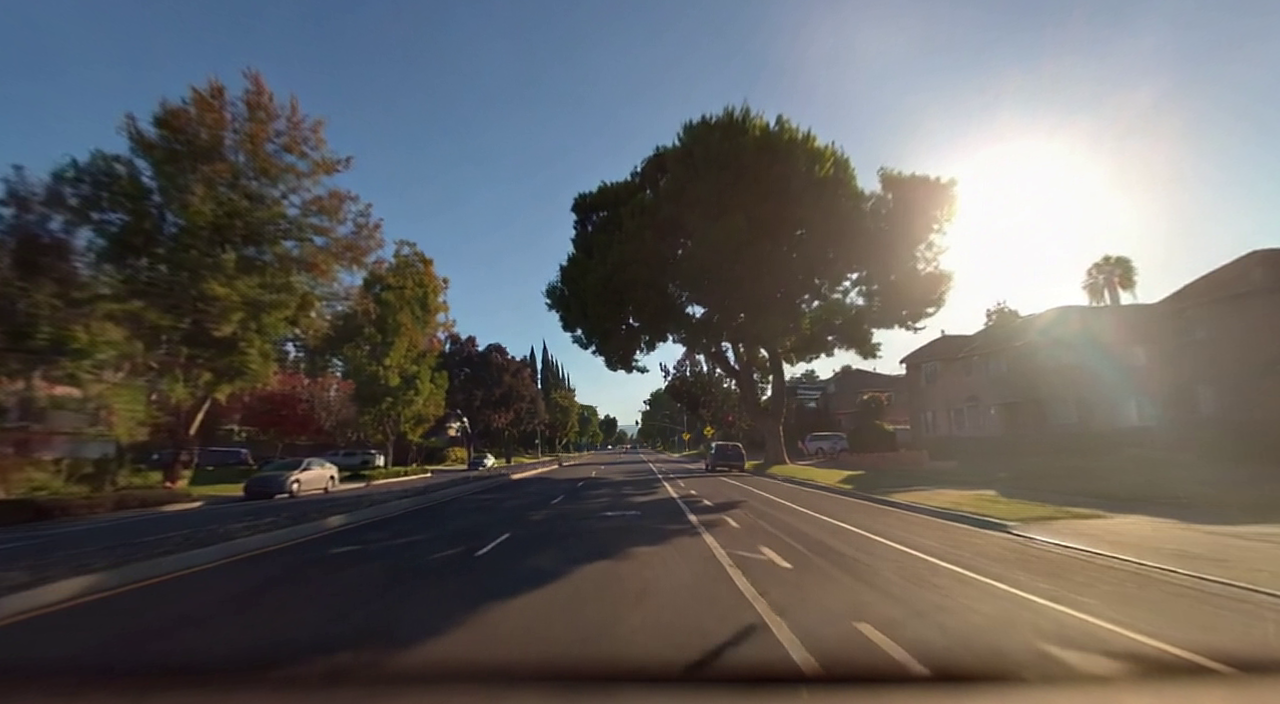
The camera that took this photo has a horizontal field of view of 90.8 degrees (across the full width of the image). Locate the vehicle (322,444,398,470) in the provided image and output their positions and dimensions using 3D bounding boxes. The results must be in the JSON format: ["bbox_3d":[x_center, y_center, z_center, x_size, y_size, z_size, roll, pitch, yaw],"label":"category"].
[{"bbox_3d":[-20.761,7.784,46.909,4.615,1.636,2.052,2,-8,4],"label":"vehicle"}]

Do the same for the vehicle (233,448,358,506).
[{"bbox_3d":[-12.438,4.475,23.230,2.034,1.646,4.808,-4,-7,-2],"label":"vehicle"}]

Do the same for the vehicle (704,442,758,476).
[{"bbox_3d":[4.406,5.294,31.319,2.000,1.520,4.943,0,-10,0],"label":"vehicle"}]

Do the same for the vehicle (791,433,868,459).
[{"bbox_3d":[13.363,6.683,44.810,4.852,1.760,1.999,0,-9,4],"label":"vehicle"}]
